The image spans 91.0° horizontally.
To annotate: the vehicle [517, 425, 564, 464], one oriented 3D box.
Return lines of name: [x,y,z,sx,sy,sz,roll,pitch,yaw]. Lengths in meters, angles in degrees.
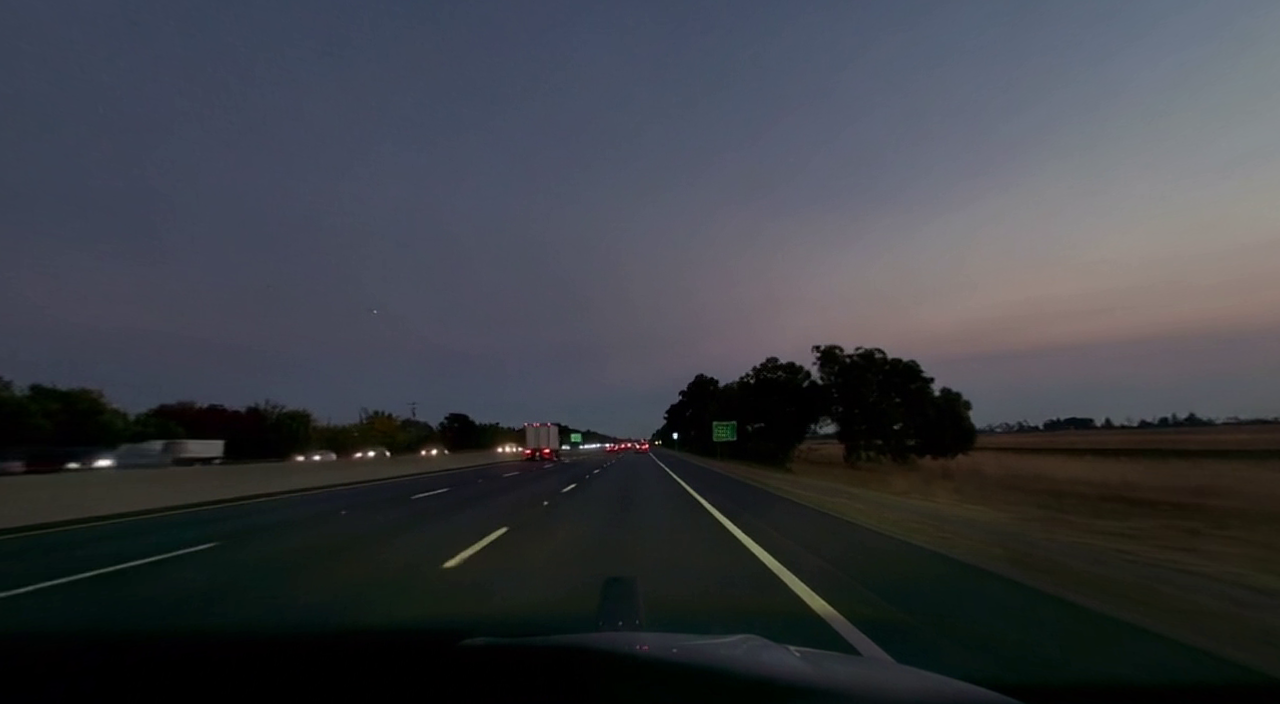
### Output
vehicle: [-7.398,6.966,47.396,2.444,2.685,5.893,0,-9,1]

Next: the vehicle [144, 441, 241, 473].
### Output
vehicle: [-33.657,7.910,47.716,2.493,2.210,6.521,0,-9,1]

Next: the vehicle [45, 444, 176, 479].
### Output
vehicle: [-33.652,6.963,40.450,2.630,2.038,6.581,0,-9,1]
